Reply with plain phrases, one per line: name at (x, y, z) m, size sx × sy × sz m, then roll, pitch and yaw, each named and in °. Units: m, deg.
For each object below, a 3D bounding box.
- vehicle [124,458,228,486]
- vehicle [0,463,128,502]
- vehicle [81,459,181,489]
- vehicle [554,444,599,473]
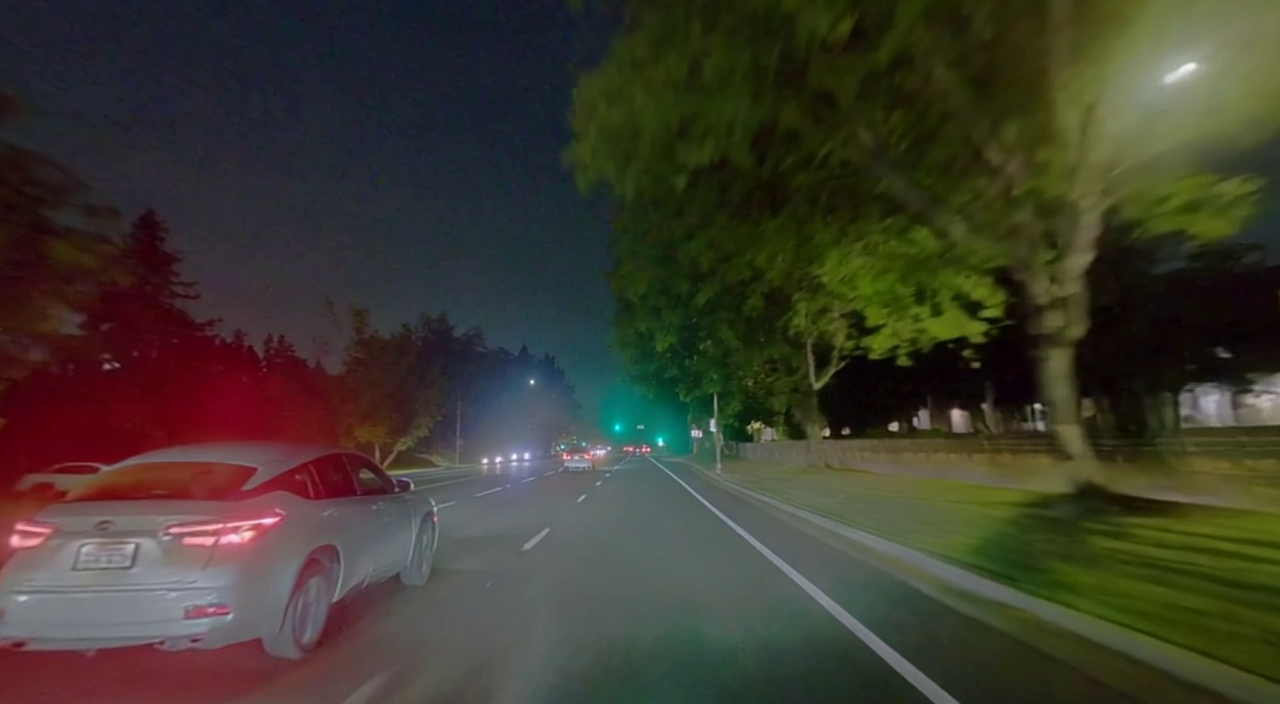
vehicle at (-27.502, 7.095, 37.569) m, size 4.560 × 1.541 × 2.051 m, roll 0°, pitch -8°, yaw 1°
vehicle at (-24.738, 5.449, 26.494) m, size 4.743 × 1.482 × 2.164 m, roll -1°, pitch -8°, yaw 3°
vehicle at (-27.588, 6.602, 34.319) m, size 3.641 × 1.519 × 2.003 m, roll 0°, pitch -8°, yaw 0°
vehicle at (-3.309, 5.630, 33.728) m, size 1.992 × 1.447 × 4.044 m, roll 0°, pitch -8°, yaw 0°
